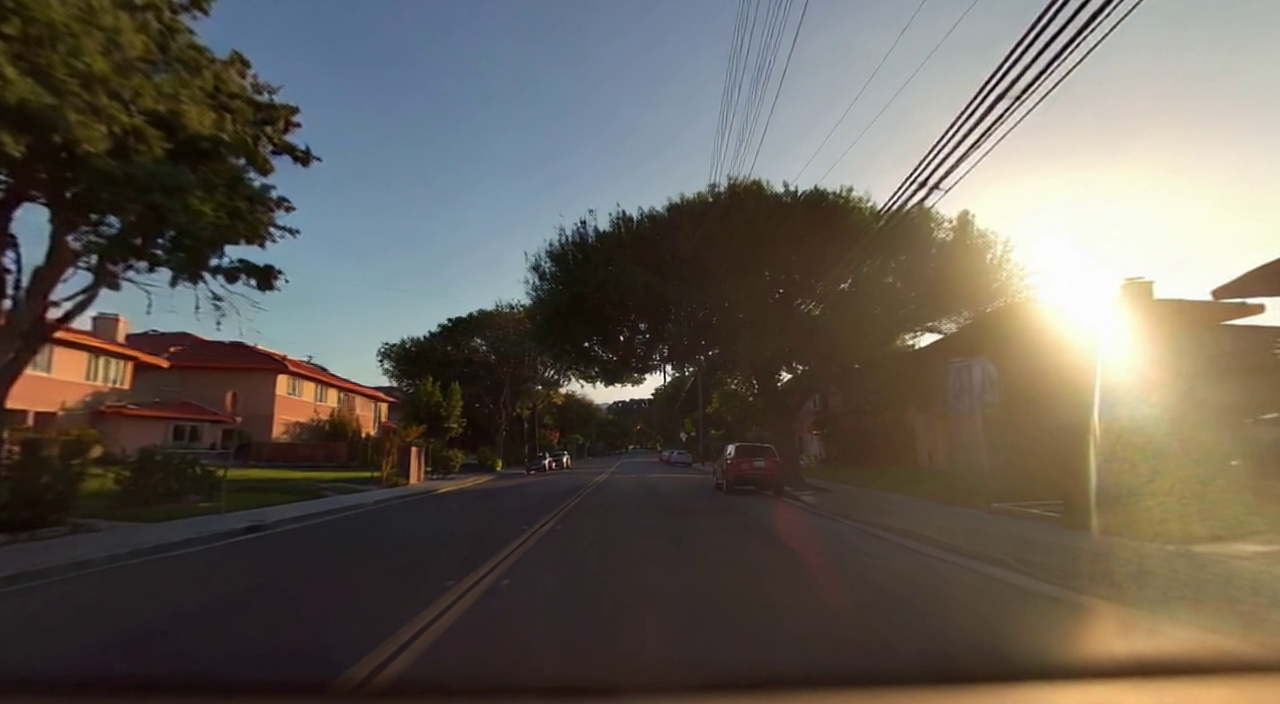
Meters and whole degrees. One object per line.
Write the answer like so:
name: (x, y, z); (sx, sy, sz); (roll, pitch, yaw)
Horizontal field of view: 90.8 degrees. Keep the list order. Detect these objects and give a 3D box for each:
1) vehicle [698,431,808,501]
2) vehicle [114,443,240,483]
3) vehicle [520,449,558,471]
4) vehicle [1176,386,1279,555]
vehicle: (3.284, 3.448, 19.603); (2.114, 1.858, 5.144); (0, -9, -4)
vehicle: (-22.151, 5.315, 30.548); (2.139, 1.746, 5.099); (0, -9, 1)
vehicle: (-7.460, 8.050, 47.193); (1.956, 1.515, 4.607); (-1, -9, 1)
vehicle: (9.535, 1.284, 6.951); (5.490, 1.774, 1.867); (0, -9, 0)
